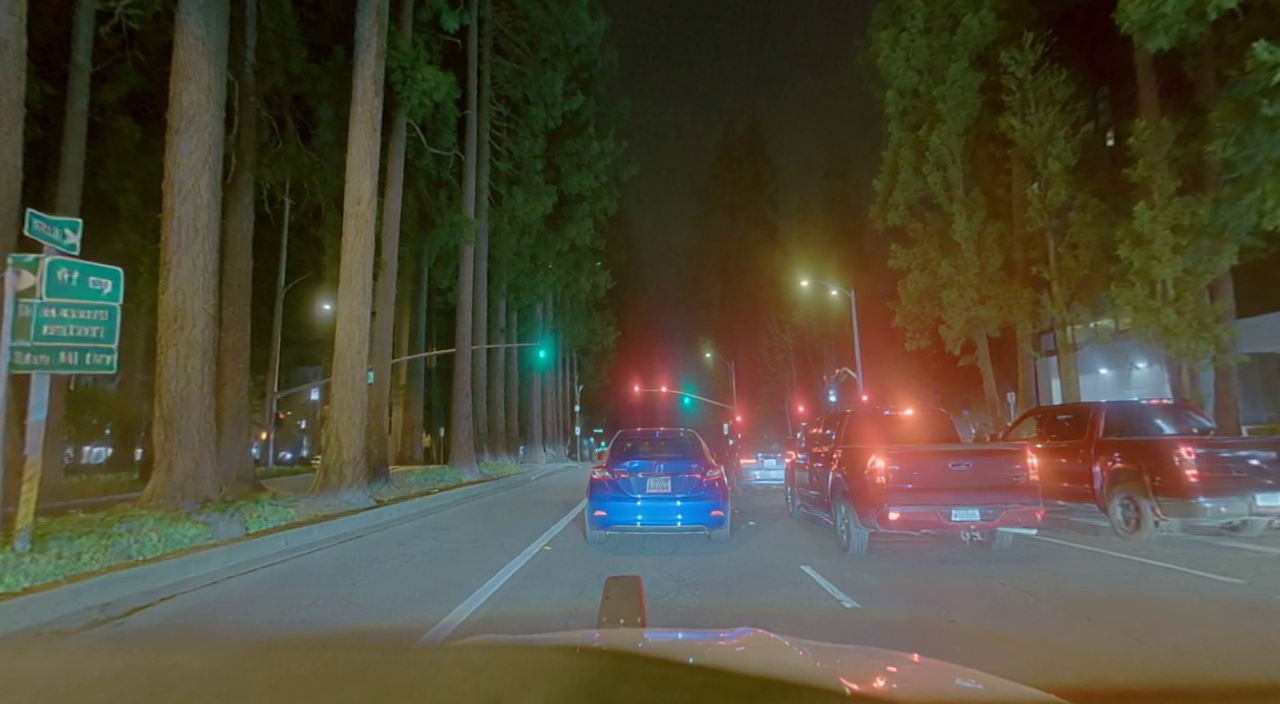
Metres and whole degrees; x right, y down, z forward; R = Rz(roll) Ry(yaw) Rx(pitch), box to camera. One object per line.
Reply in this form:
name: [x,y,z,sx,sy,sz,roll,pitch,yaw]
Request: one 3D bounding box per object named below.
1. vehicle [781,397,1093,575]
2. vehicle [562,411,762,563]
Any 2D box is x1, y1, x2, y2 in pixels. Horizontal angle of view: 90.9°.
vehicle: [3.387,1.630,8.370,2.099,1.725,4.290,0,-8,1]
vehicle: [0.245,1.774,8.967,2.168,1.641,4.039,0,-8,0]
